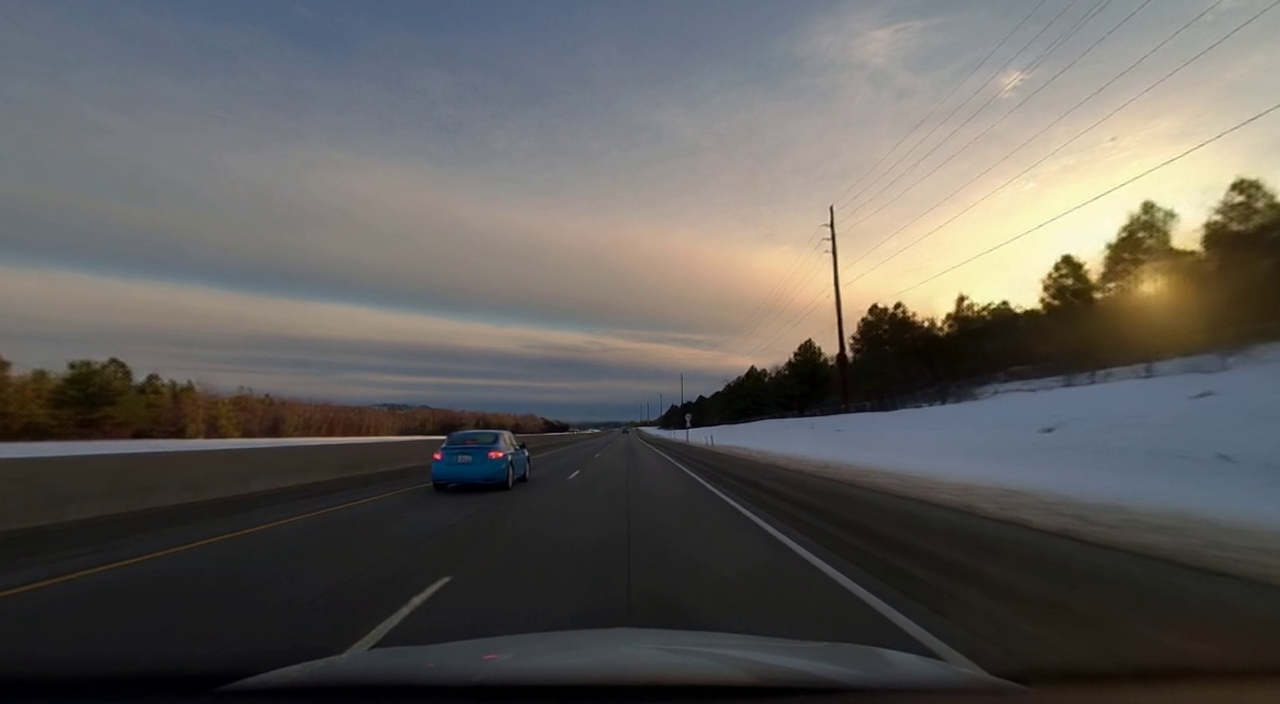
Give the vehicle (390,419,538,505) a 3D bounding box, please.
[{"bbox_3d":[-3.503,2.256,13.365,1.999,1.536,3.969,0,-8,0],"label":"vehicle"}]
